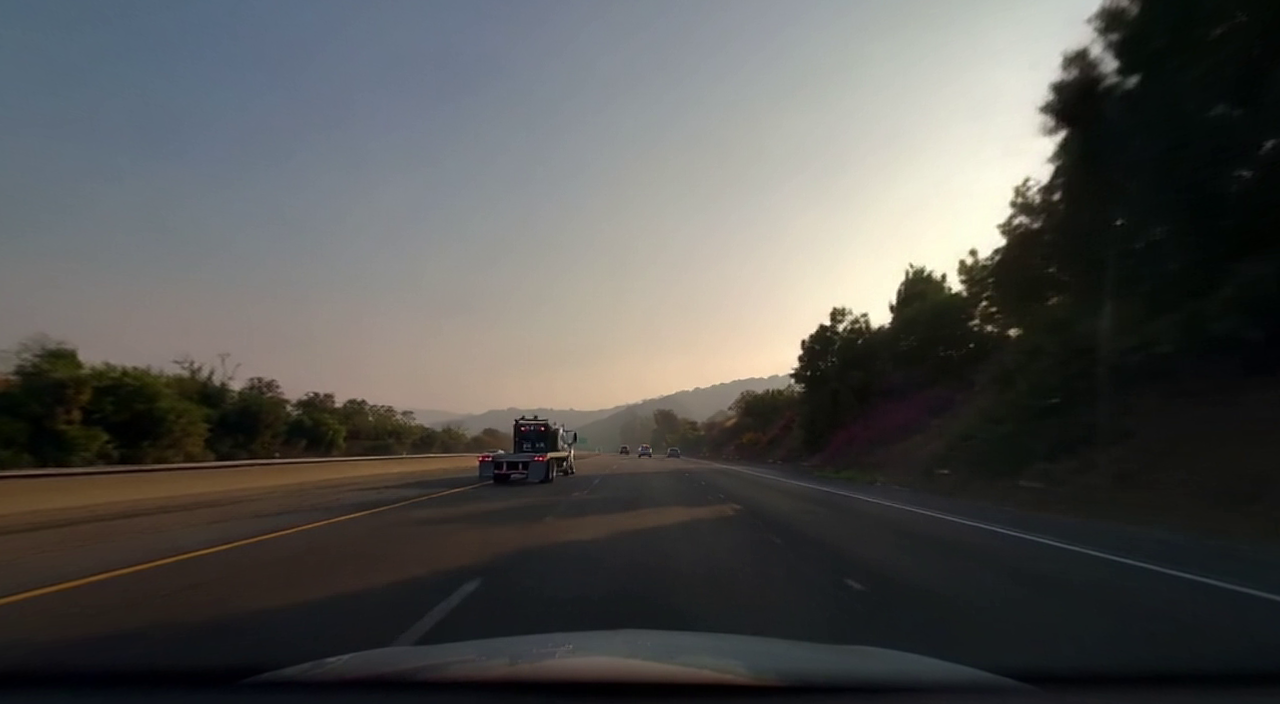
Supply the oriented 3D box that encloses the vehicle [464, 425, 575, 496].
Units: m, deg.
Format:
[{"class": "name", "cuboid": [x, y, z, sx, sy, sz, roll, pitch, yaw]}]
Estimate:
[{"class": "vehicle", "cuboid": [-3.573, 3.363, 19.974, 2.379, 1.918, 5.504, 0, -8, 1]}]
